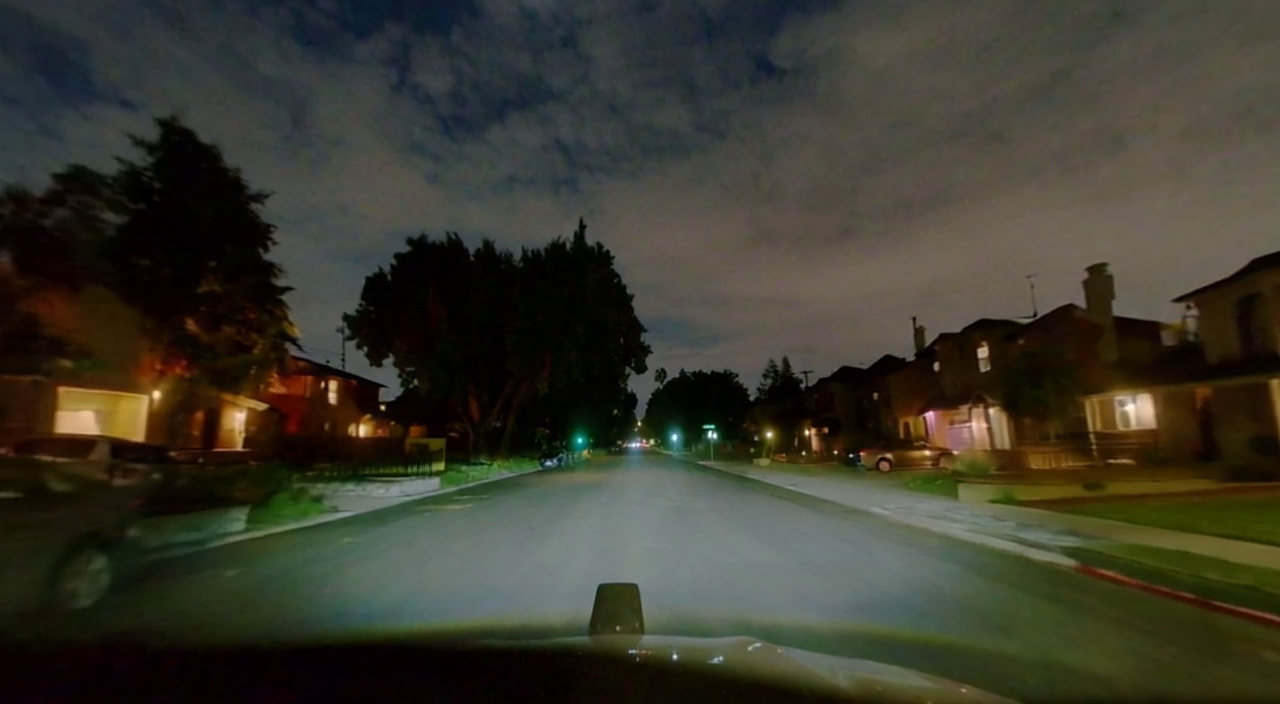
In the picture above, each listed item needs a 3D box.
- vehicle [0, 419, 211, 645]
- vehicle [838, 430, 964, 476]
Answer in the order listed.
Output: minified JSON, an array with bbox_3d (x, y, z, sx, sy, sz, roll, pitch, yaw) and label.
[{"bbox_3d":[-5.608,1.321,4.632,1.944,1.621,4.187,-1,-9,0],"label":"vehicle"},{"bbox_3d":[11.291,4.363,27.483,4.626,1.880,1.980,1,-9,-9],"label":"vehicle"}]
